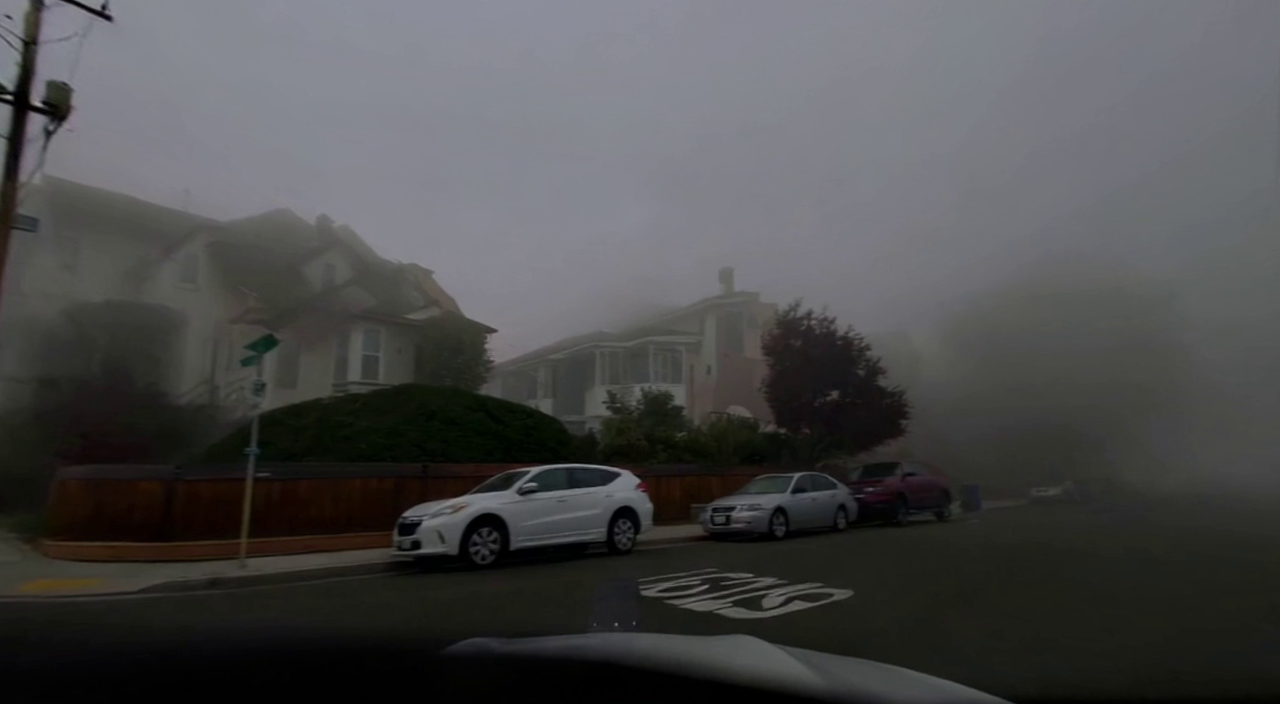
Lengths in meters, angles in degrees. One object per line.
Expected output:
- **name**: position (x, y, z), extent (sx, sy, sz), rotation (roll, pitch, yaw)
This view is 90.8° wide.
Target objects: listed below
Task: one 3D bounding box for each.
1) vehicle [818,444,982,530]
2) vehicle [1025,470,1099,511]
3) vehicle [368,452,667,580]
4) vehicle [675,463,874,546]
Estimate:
- **vehicle**: position (7.241, 3.678, 17.396), extent (4.814, 1.995, 2.194), rotation (10, -16, -42)
- **vehicle**: position (20.325, 6.555, 30.345), extent (1.971, 1.648, 4.638), rotation (-9, -12, 44)
- **vehicle**: position (-1.585, 2.289, 9.214), extent (3.885, 1.437, 1.754), rotation (12, -16, -43)
- **vehicle**: position (2.936, 3.128, 13.271), extent (4.407, 1.427, 1.823), rotation (11, -16, -42)
